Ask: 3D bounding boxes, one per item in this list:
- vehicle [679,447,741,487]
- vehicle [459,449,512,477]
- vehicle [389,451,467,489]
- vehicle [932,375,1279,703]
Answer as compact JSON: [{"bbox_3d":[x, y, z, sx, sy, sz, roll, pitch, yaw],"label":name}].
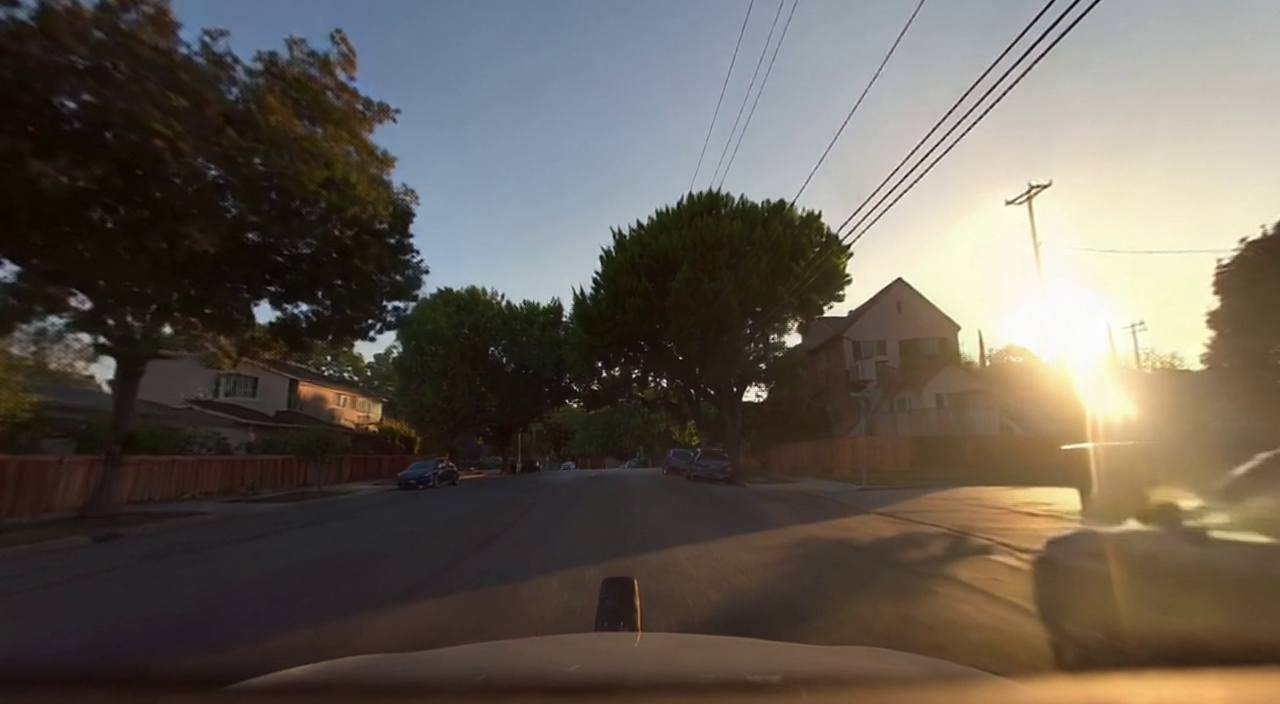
[{"bbox_3d":[2.879,4.815,26.818,1.927,1.529,4.144,0,-9,-3],"label":"vehicle"},{"bbox_3d":[-9.226,6.635,38.097,2.027,1.584,4.476,0,-9,1],"label":"vehicle"},{"bbox_3d":[-8.855,4.958,26.846,1.937,1.427,4.510,0,-9,-3],"label":"vehicle"},{"bbox_3d":[3.042,0.884,2.314,1.995,1.521,4.006,0,-9,0],"label":"vehicle"}]
